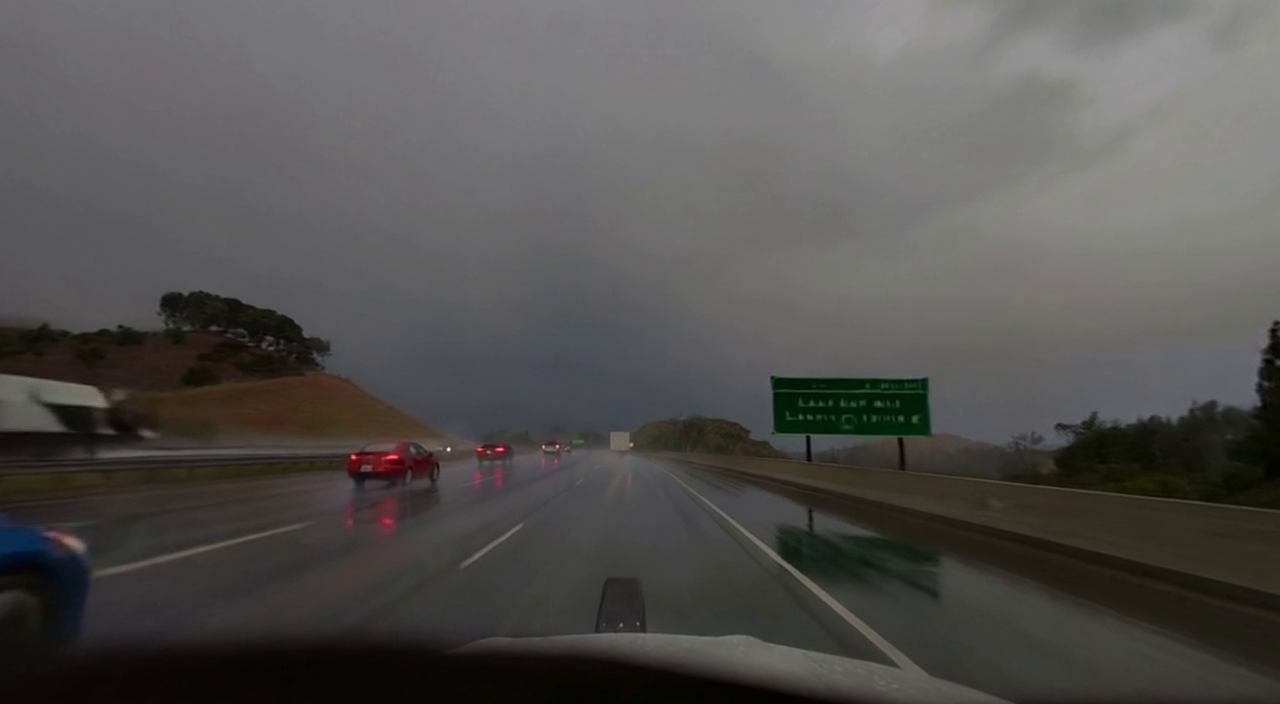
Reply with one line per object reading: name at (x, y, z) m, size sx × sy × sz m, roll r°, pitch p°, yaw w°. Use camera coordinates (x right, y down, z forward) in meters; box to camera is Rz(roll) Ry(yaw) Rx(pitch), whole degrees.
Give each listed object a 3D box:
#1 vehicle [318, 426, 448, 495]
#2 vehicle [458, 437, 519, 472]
vehicle at (-7.315, 3.127, 18.466) m, size 2.081 × 1.740 × 4.268 m, roll 1°, pitch -9°, yaw -2°
vehicle at (-7.823, 5.332, 32.986) m, size 2.099 × 1.644 × 4.638 m, roll 1°, pitch -9°, yaw -1°
